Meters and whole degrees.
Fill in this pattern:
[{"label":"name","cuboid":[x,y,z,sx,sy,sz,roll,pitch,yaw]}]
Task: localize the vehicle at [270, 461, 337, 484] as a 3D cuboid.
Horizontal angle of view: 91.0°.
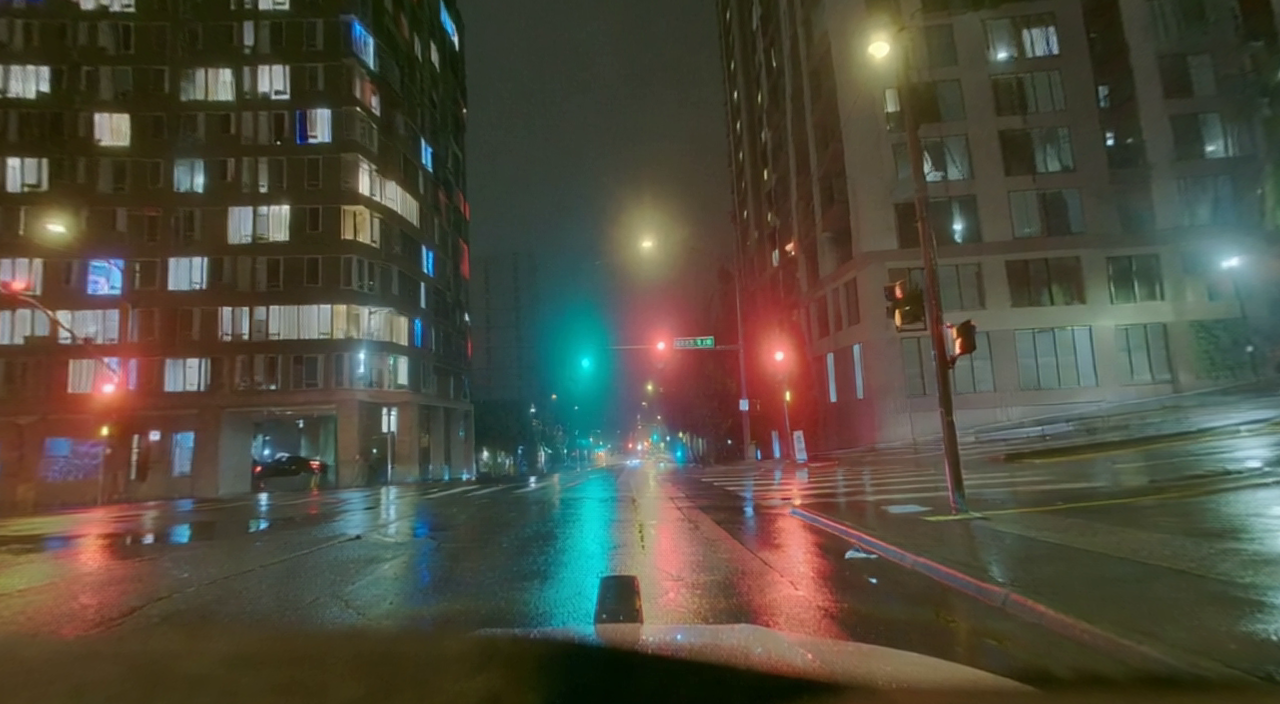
[{"label":"vehicle","cuboid":[-24.663,8.814,46.280,3.882,1.600,1.768,0,-9,2]}]
